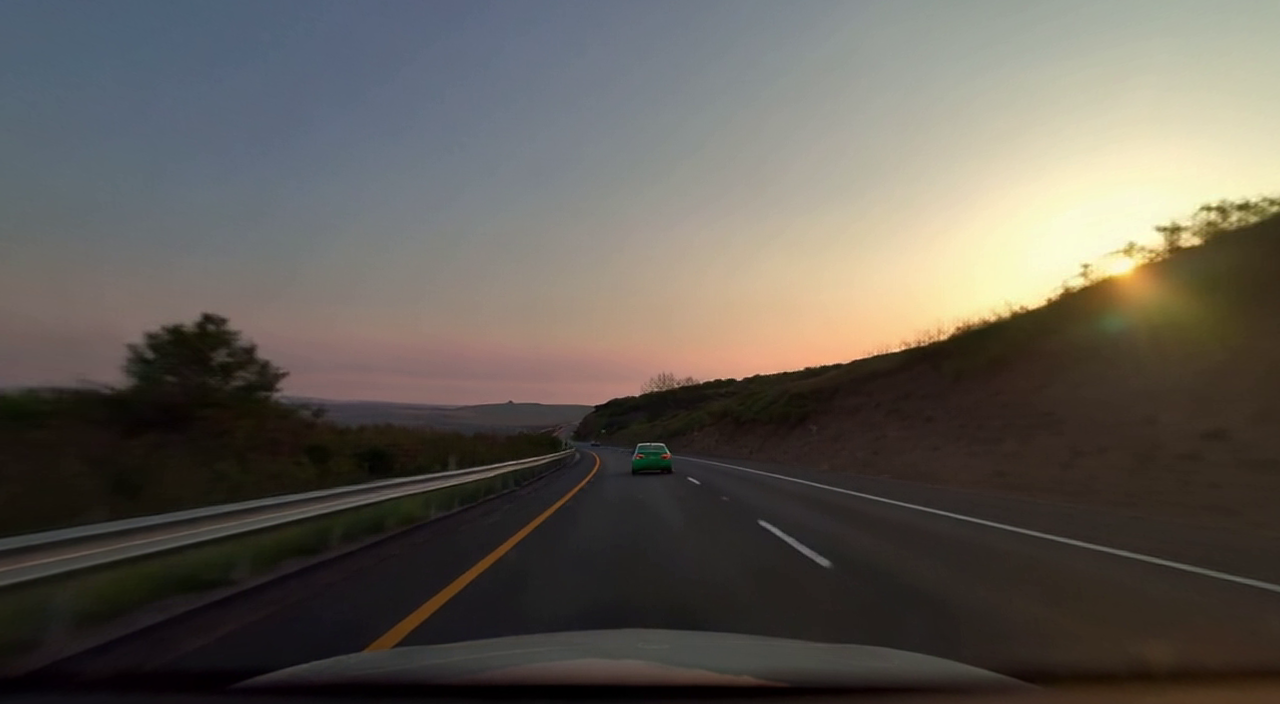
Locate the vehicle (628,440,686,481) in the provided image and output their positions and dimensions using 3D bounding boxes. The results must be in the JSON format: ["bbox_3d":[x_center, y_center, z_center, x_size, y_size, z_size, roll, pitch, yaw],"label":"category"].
[{"bbox_3d":[0.575,4.321,25.347,2.029,1.474,4.183,0,-9,-2],"label":"vehicle"}]
